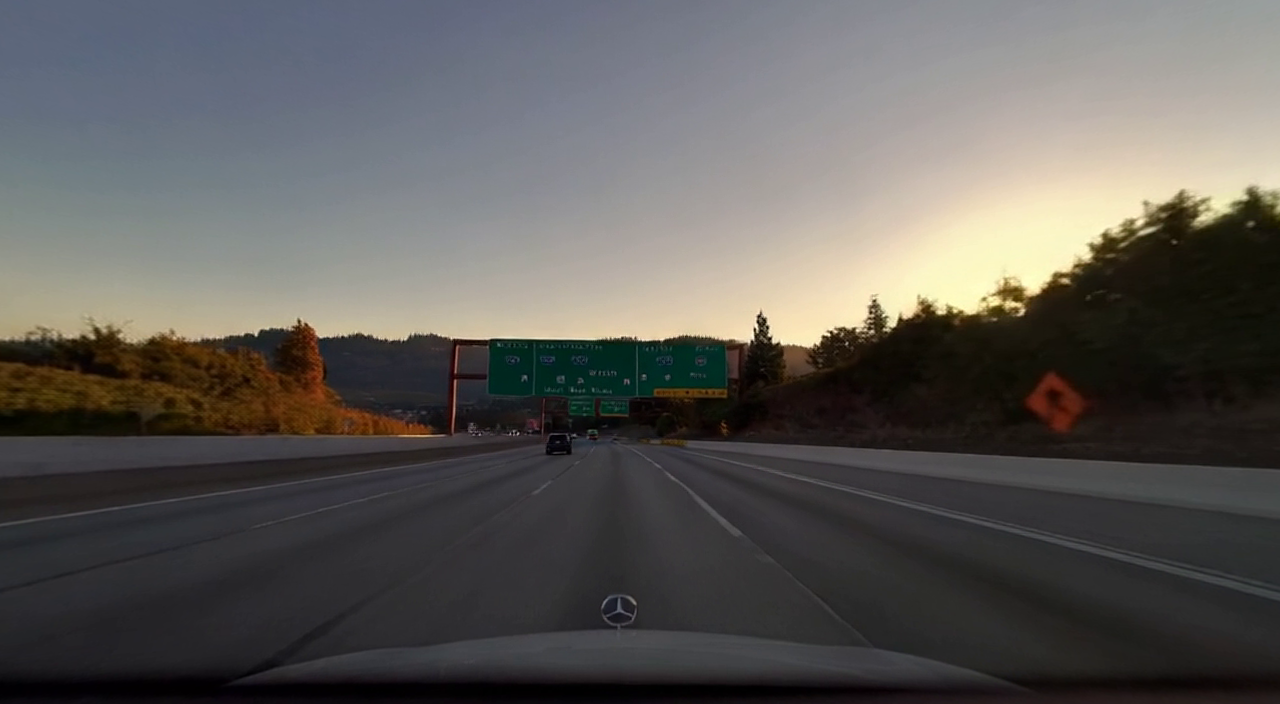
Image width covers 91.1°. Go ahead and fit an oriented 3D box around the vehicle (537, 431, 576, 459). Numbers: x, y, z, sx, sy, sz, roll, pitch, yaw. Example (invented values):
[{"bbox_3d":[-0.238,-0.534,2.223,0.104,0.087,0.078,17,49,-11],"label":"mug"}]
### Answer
[{"bbox_3d":[-4.843,5.478,37.032,1.878,1.548,3.966,0,-8,-1],"label":"vehicle"}]
